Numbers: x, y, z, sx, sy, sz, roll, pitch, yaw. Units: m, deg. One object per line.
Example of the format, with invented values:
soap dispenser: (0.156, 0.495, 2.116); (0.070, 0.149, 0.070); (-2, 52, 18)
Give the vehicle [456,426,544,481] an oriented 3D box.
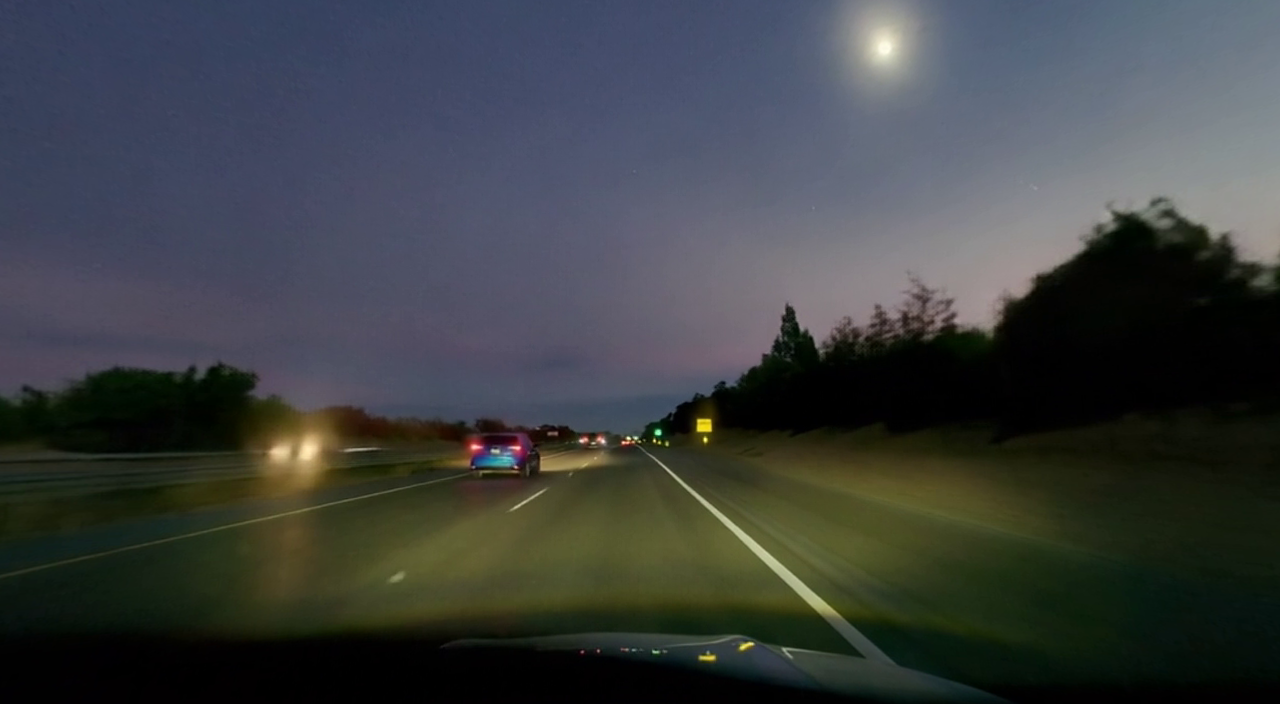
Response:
vehicle: (-4.651, 3.420, 21.602); (2.070, 1.647, 4.577); (0, -8, -1)
